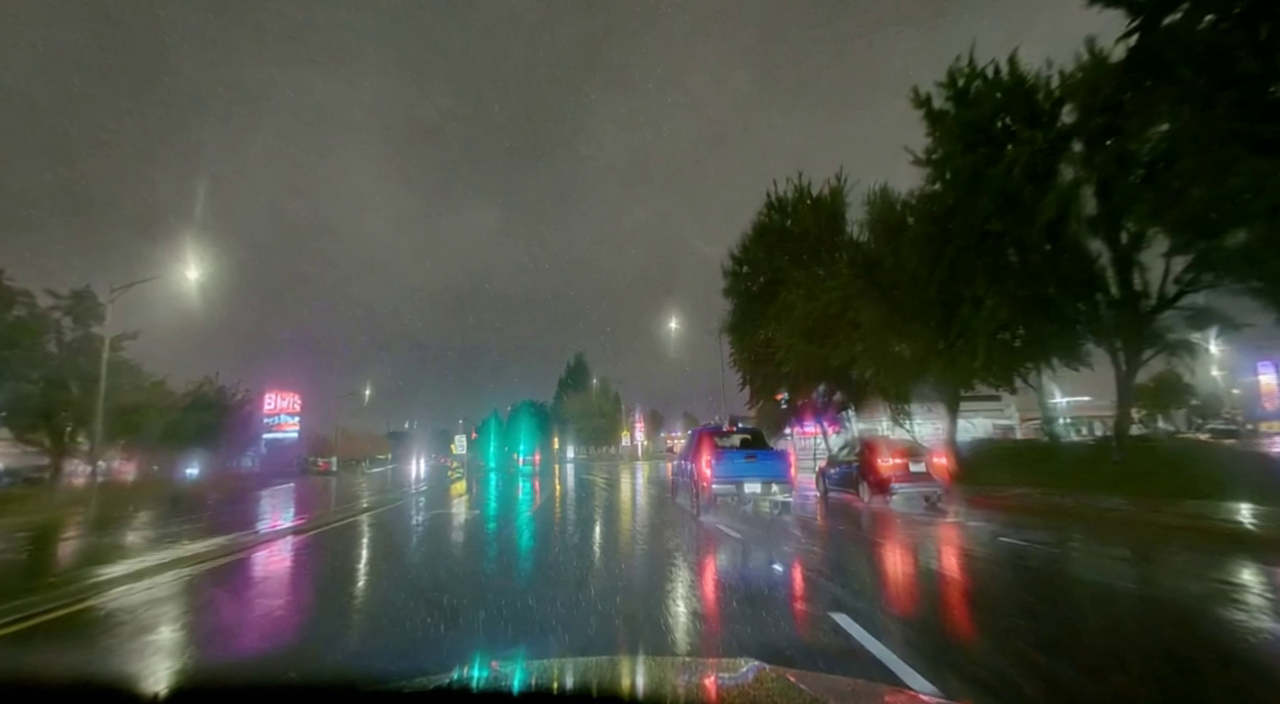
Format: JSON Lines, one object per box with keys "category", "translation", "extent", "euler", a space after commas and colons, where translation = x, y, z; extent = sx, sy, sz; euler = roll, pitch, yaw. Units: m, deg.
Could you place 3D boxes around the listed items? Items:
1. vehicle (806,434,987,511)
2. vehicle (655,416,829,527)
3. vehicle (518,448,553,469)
{"category": "vehicle", "translation": [5.576, 2.672, 14.460], "extent": [1.986, 1.480, 4.296], "euler": [1, -9, -6]}
{"category": "vehicle", "translation": [1.709, 2.296, 12.677], "extent": [2.214, 1.749, 4.998], "euler": [1, -9, -6]}
{"category": "vehicle", "translation": [-8.143, 8.241, 48.997], "extent": [2.126, 1.496, 4.073], "euler": [3, -9, -16]}
